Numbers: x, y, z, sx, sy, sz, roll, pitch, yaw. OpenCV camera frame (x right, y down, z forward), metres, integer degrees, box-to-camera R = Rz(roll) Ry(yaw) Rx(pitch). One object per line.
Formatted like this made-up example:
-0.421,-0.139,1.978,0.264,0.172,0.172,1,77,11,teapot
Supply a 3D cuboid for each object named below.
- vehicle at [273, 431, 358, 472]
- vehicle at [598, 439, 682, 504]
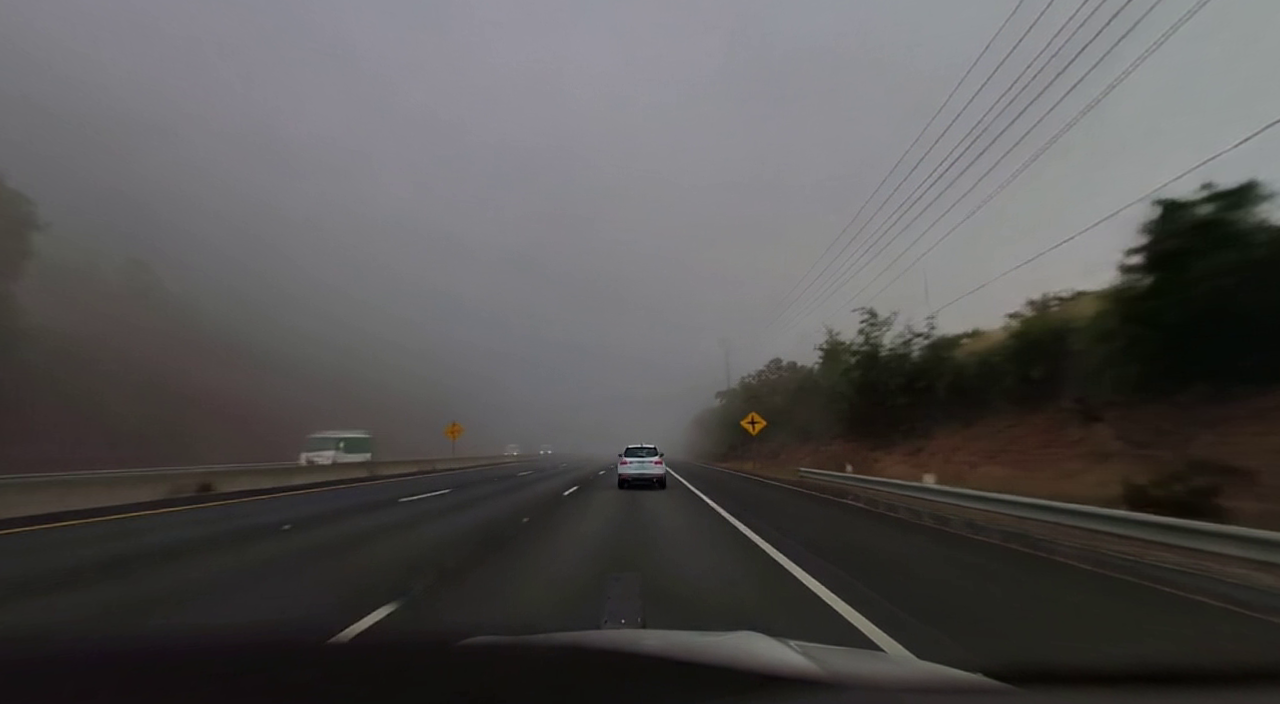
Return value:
-20.080,6.212,39.371,2.171,2.310,5.769,0,-9,1,vehicle
-0.039,3.118,16.868,1.966,1.499,4.298,0,-9,-1,vehicle
